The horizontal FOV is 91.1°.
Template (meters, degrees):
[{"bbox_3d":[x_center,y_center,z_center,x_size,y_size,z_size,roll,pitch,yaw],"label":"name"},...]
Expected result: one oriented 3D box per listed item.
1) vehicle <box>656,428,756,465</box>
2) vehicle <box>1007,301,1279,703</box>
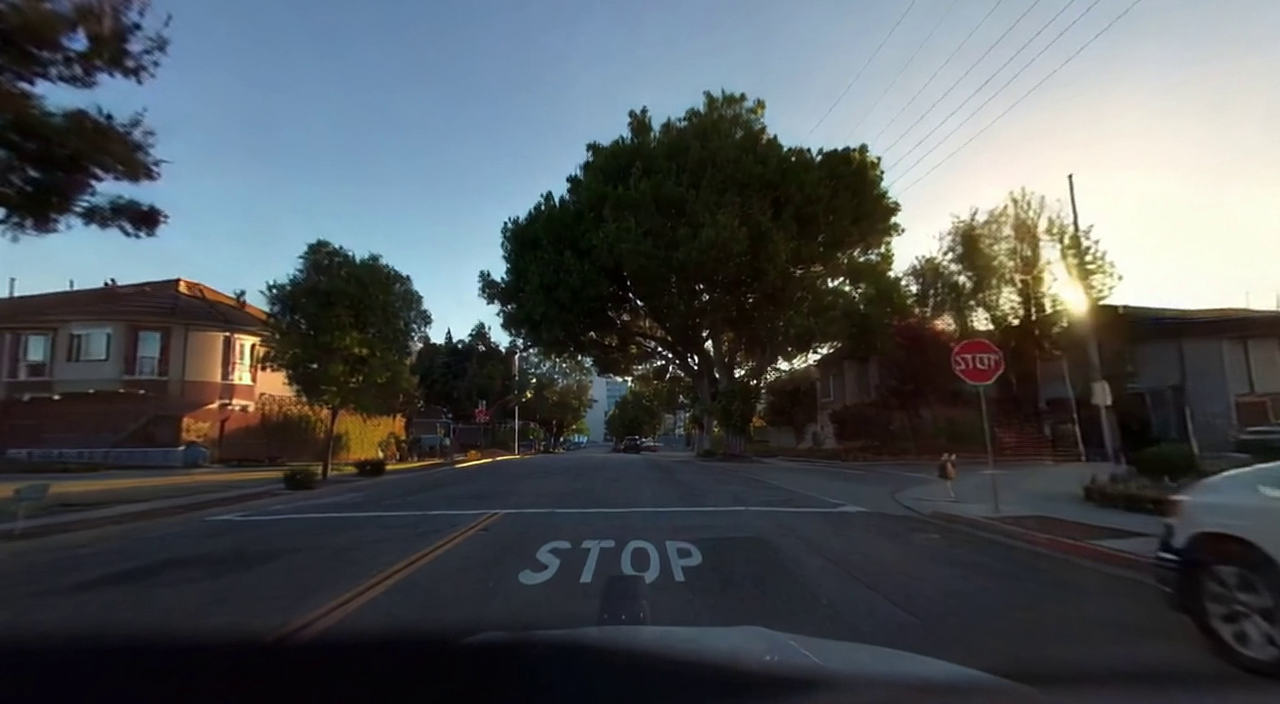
[{"bbox_3d":[3.285,4.822,32.041,2.139,1.733,4.791,8,-12,-43],"label":"vehicle"},{"bbox_3d":[4.087,0.642,2.099,2.226,1.986,5.786,0,-8,0],"label":"vehicle"}]
